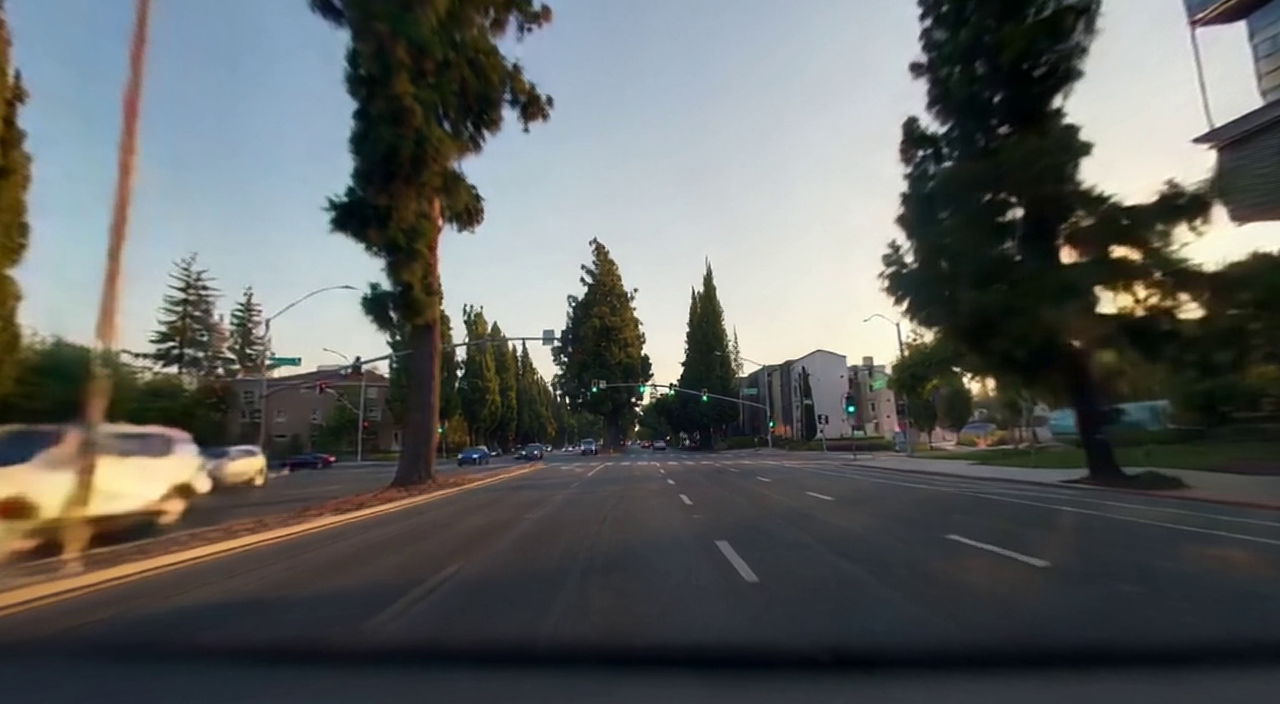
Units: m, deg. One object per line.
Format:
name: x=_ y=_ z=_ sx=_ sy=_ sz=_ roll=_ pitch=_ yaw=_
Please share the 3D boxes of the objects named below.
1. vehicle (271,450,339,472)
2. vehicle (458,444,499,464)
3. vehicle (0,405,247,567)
vehicle: x=-26.240 y=8.515 z=49.485 sx=4.464 sy=1.599 sz=2.014 roll=-2 pitch=-9 yaw=15
vehicle: x=-12.133 y=7.674 z=47.744 sx=1.952 sy=1.478 sz=4.521 roll=0 pitch=-8 yaw=0
vehicle: x=-8.449 y=1.862 z=9.467 sx=2.131 sy=1.836 sz=4.670 roll=0 pitch=-8 yaw=-1
